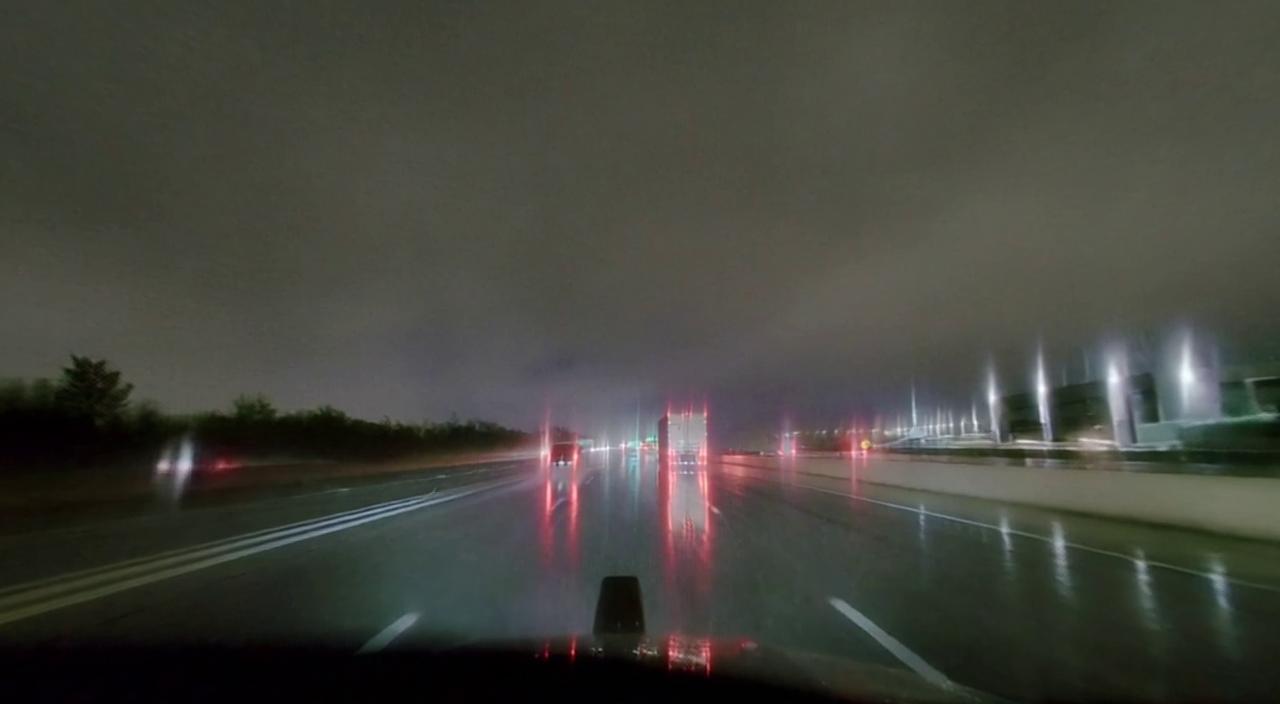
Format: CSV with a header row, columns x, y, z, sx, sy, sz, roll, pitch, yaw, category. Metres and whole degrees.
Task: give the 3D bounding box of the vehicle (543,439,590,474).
x,y,z,sx,sy,sz,roll,pitch,yaw,category
-4.108,5.965,35.943,2.173,1.857,4.800,0,-9,0,vehicle
